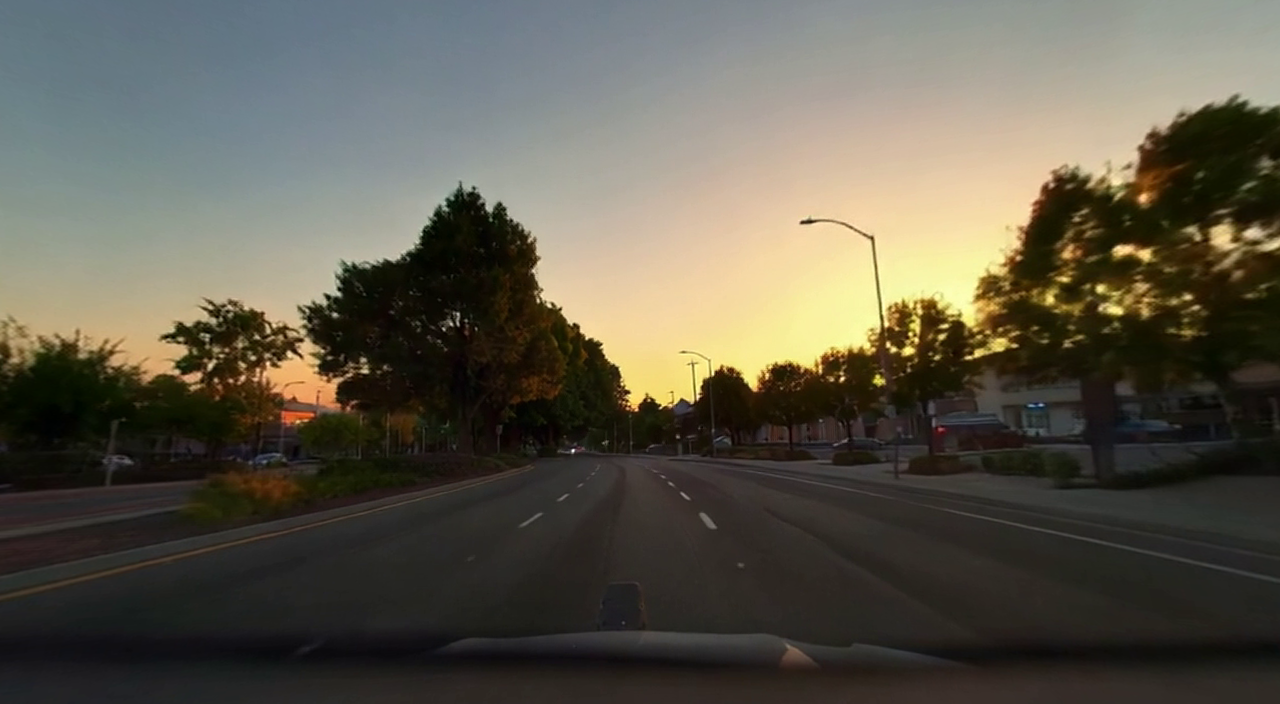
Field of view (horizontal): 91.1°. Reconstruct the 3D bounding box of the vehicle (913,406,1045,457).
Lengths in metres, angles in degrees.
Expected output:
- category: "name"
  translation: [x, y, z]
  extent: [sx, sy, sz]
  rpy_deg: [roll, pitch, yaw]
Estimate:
- category: "vehicle"
  translation: [22.616, 5.401, 42.127]
  extent: [7.144, 3.248, 2.873]
  rpy_deg: [1, -9, -4]
